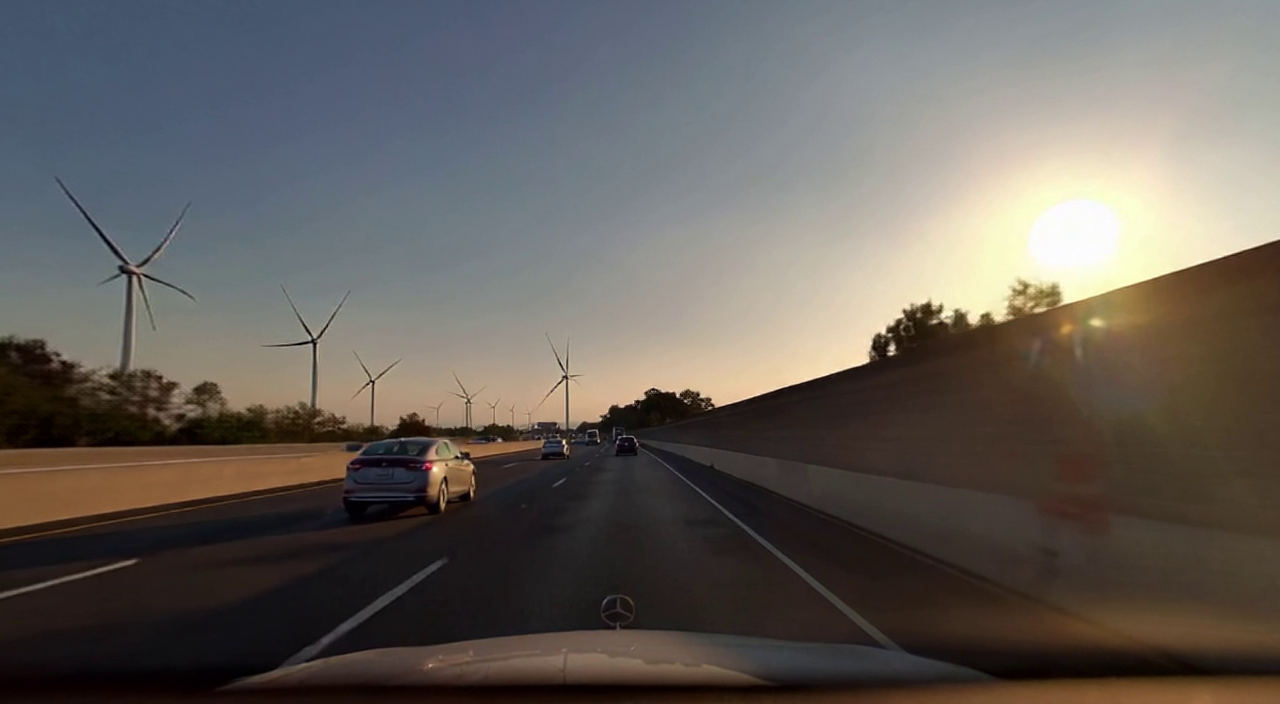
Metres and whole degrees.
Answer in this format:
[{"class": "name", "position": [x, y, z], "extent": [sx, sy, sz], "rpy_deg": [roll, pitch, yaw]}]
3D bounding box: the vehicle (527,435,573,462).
[{"class": "vehicle", "position": [-4.958, 5.367, 35.284], "extent": [2.059, 1.436, 3.802], "rpy_deg": [0, -8, -1]}]

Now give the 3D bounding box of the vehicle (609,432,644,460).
[{"class": "vehicle", "position": [-0.831, 5.687, 38.282], "extent": [2.027, 1.550, 3.607], "rpy_deg": [0, -8, -1]}]

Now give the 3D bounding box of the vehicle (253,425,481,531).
[{"class": "vehicle", "position": [-4.389, 2.075, 11.143], "extent": [1.998, 1.468, 4.635], "rpy_deg": [0, -8, -1]}]
